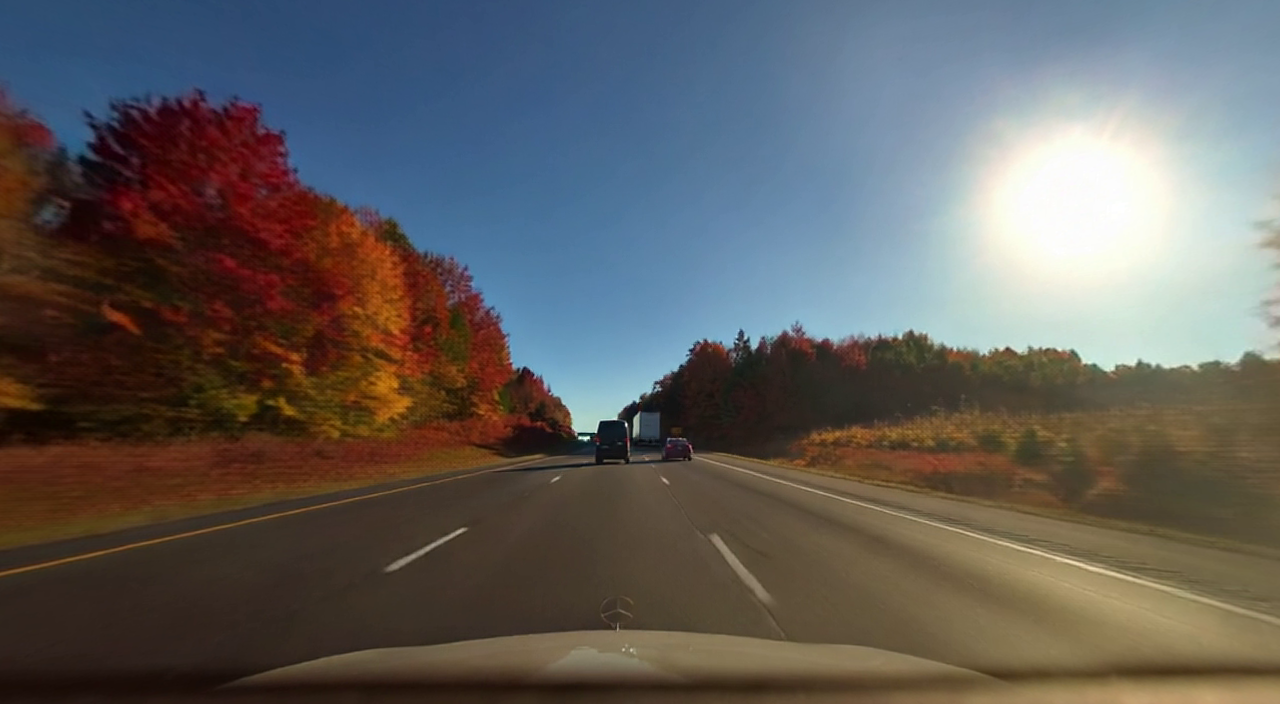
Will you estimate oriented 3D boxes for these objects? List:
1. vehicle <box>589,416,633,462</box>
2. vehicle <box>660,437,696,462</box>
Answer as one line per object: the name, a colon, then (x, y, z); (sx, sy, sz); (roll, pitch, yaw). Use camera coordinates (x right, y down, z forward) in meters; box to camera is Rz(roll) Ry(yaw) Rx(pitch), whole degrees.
vehicle: (-1.689, 5.366, 38.747); (2.389, 2.637, 5.437); (0, -8, 0)
vehicle: (2.439, 6.353, 41.257); (1.962, 1.508, 4.363); (0, -8, -2)
